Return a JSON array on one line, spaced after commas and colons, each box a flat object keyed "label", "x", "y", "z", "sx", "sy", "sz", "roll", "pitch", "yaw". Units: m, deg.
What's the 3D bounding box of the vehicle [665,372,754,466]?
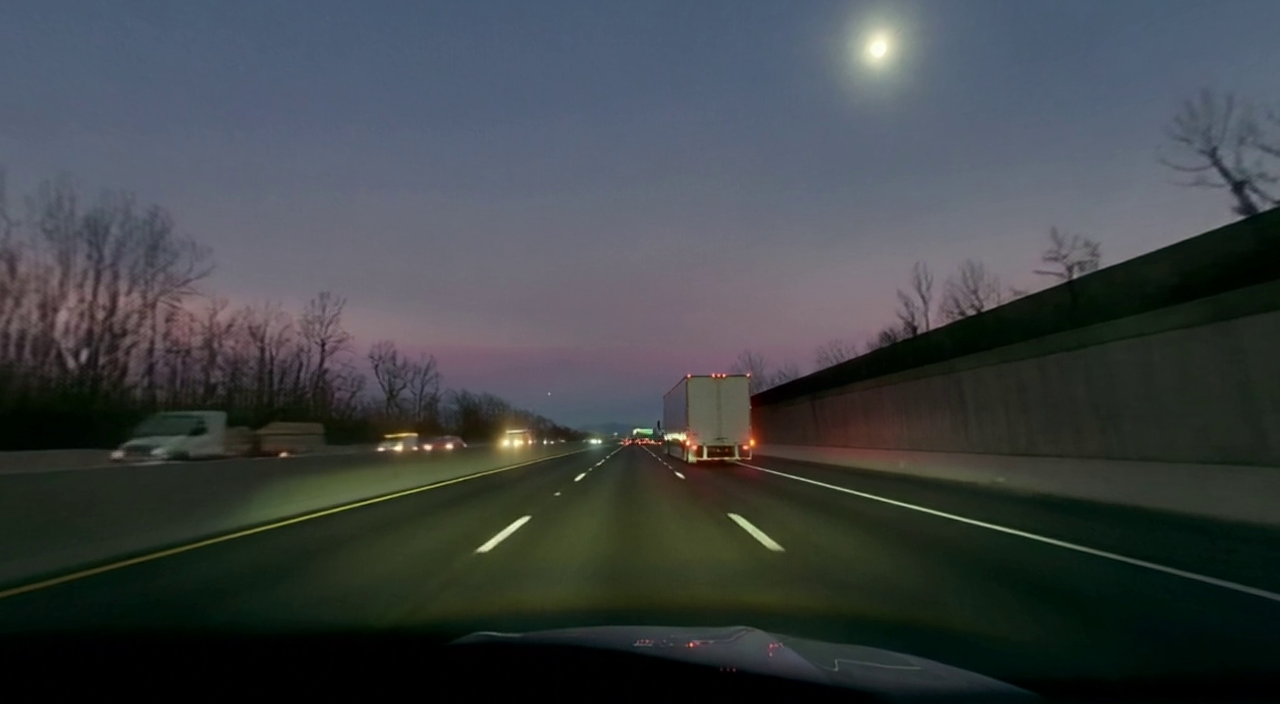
[{"label": "vehicle", "x": 3.407, "y": 4.009, "z": 35.893, "sx": 2.979, "sy": 4.161, "sz": 15.508, "roll": 0, "pitch": -8, "yaw": -1}]

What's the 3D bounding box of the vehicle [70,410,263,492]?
[{"label": "vehicle", "x": -15.922, "y": 3.343, "z": 21.723, "sx": 2.353, "sy": 2.443, "sz": 5.476, "roll": 0, "pitch": -8, "yaw": 0}]

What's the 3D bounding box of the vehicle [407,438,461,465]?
[{"label": "vehicle", "x": -12.410, "y": 5.980, "z": 38.136, "sx": 1.838, "sy": 1.534, "sz": 4.240, "roll": 0, "pitch": -8, "yaw": -1}]

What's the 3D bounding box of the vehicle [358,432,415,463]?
[{"label": "vehicle", "x": -19.824, "y": 7.462, "z": 49.412, "sx": 2.313, "sy": 2.319, "sz": 5.079, "roll": 0, "pitch": -8, "yaw": 0}]
